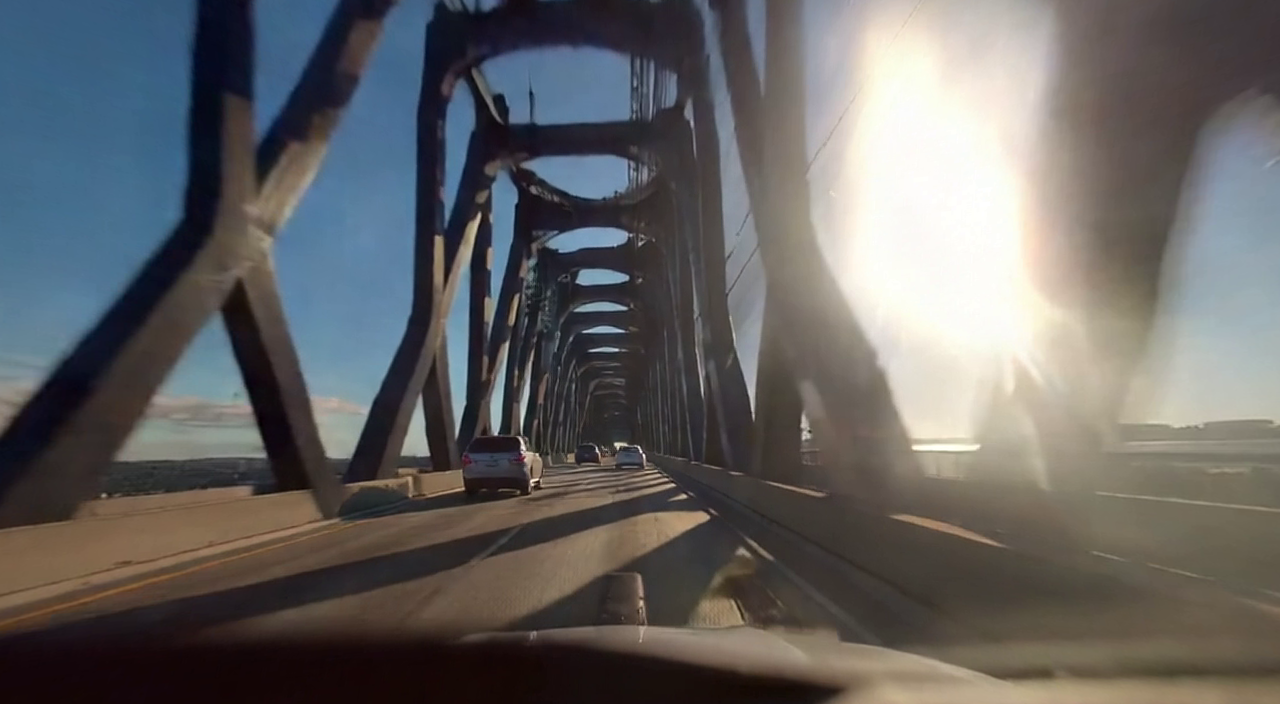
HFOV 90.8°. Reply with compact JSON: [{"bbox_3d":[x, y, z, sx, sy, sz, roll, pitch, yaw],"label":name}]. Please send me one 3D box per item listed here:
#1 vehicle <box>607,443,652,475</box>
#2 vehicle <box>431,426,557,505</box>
[{"bbox_3d":[-0.530,5.181,30.854,2.048,1.450,3.973,0,-9,-1],"label":"vehicle"},{"bbox_3d":[-3.732,3.007,17.168,2.190,1.807,4.741,0,-9,1],"label":"vehicle"}]
